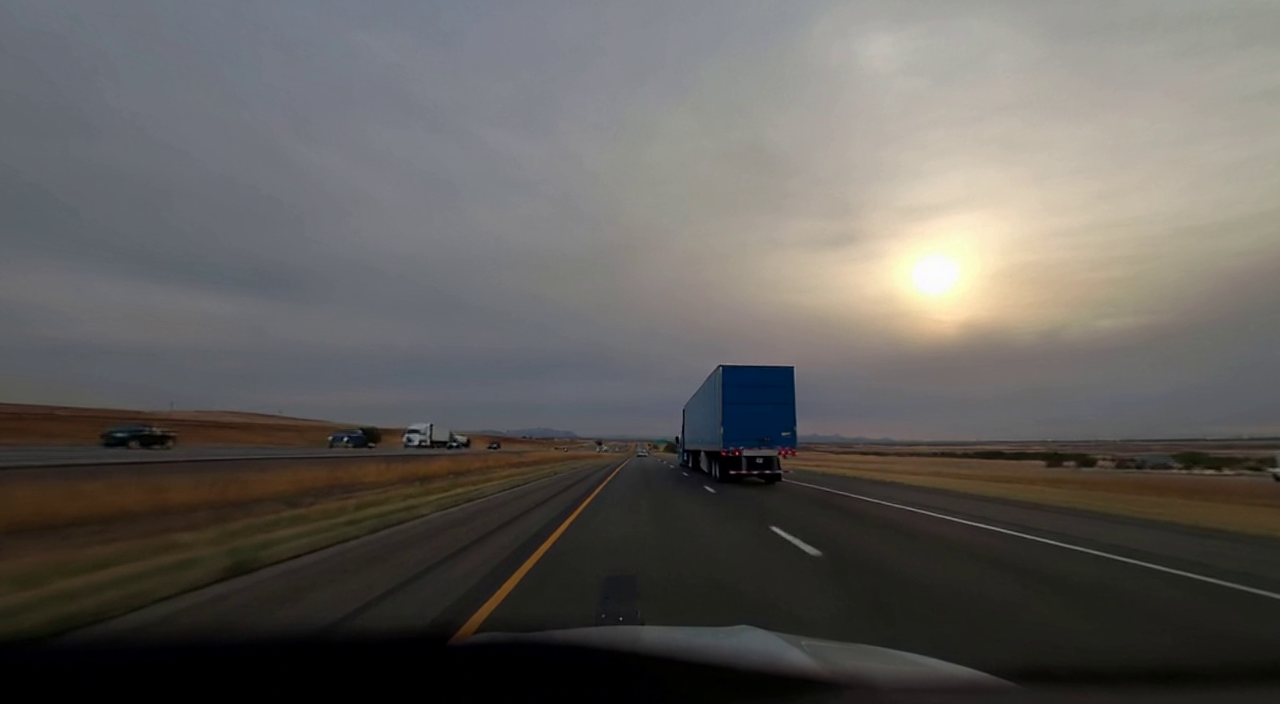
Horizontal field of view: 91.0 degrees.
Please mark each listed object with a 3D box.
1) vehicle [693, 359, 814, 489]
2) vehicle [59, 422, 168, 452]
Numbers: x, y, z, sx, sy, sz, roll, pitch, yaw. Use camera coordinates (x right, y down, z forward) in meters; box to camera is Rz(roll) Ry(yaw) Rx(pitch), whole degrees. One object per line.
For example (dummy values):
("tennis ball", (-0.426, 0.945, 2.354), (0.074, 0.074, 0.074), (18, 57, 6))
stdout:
("vehicle", (4.197, 3.314, 26.913), (2.818, 4.206, 12.987), (0, -9, 0))
("vehicle", (-30.063, 4.936, 36.210), (1.958, 1.553, 4.931), (0, -9, 0))
